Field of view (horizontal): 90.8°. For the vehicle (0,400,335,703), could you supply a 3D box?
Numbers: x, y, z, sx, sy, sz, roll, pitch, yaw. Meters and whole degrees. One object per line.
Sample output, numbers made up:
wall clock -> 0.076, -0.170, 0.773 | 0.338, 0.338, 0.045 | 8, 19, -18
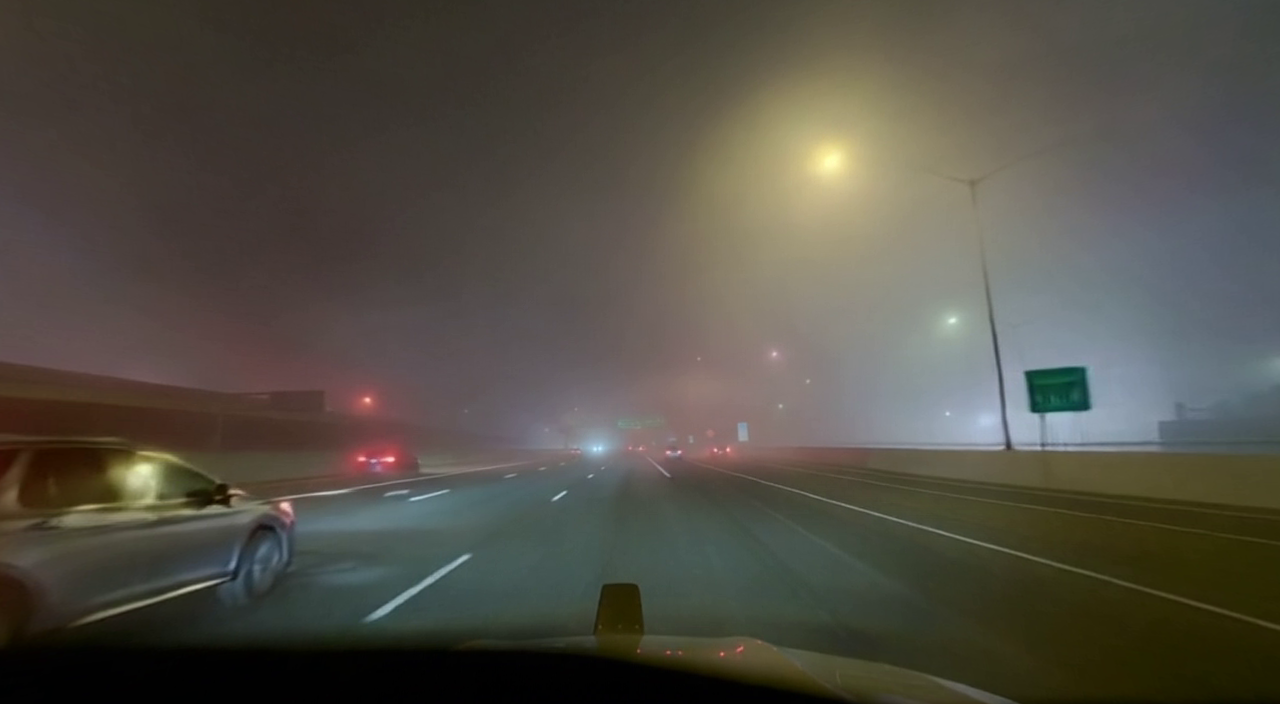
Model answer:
vehicle -> -4.063, 1.144, 3.978 | 2.051, 1.516, 4.493 | 0, -8, 0

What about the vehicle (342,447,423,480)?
vehicle -> -11.422, 4.950, 28.360 | 1.861, 1.373, 4.211 | 0, -8, 0
